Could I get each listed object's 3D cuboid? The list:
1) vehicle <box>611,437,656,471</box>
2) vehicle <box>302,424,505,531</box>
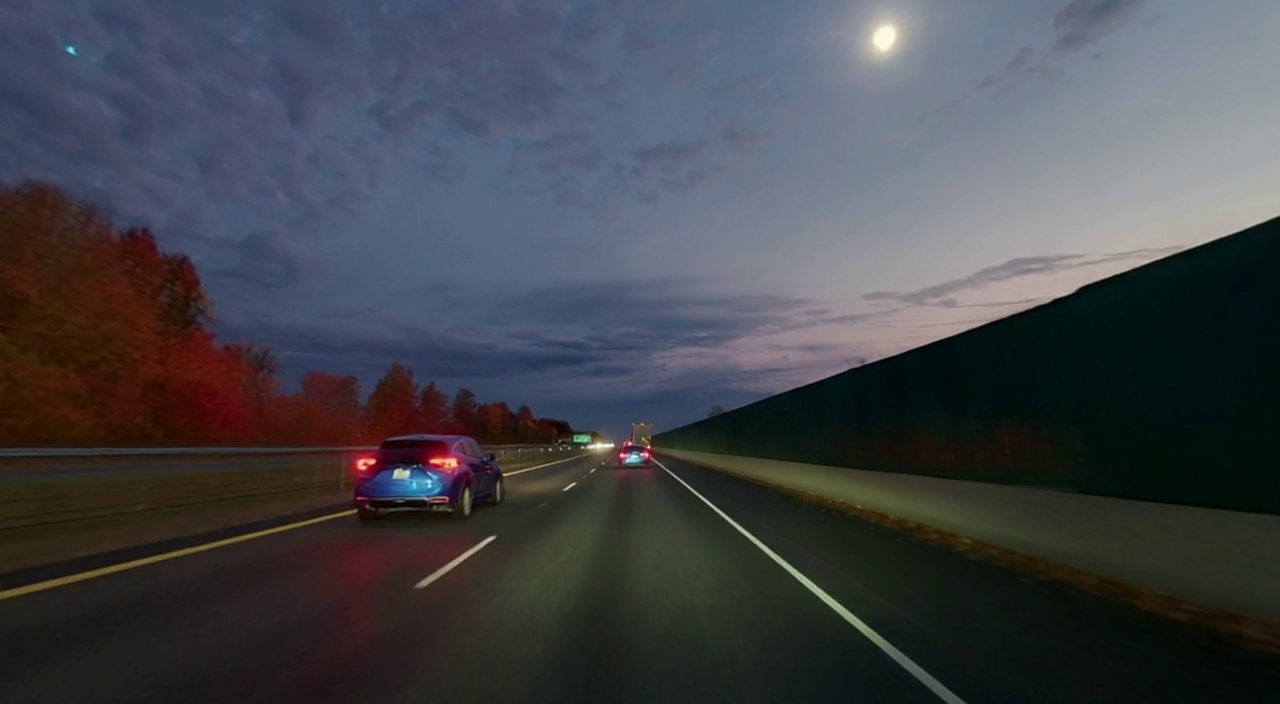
[{"bbox_3d":[-0.341,4.920,30.523,2.057,1.516,4.065,0,-8,-1],"label":"vehicle"},{"bbox_3d":[-3.910,2.140,11.344,2.054,1.536,4.128,0,-8,0],"label":"vehicle"}]
